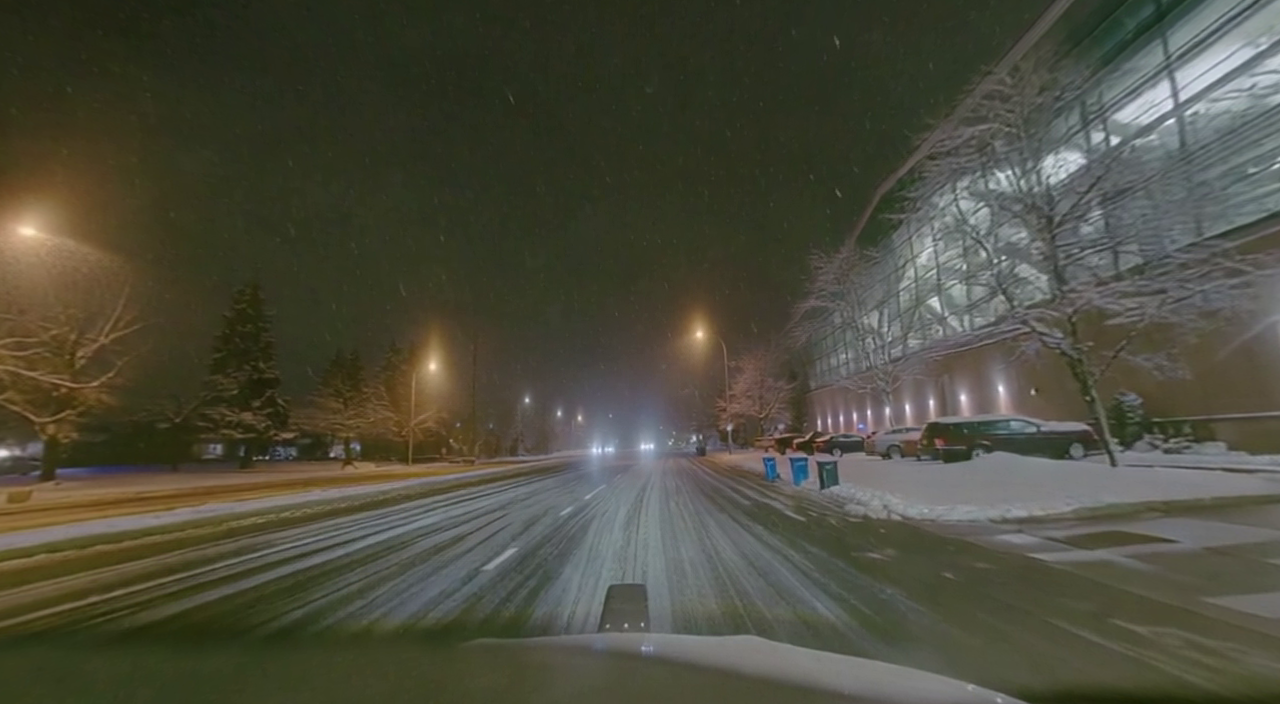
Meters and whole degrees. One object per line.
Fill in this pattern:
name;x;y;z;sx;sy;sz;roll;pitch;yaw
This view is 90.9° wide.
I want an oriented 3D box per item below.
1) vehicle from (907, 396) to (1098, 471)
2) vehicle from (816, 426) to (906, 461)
vehicle;12.537;2.871;22.158;5.136;1.945;2.153;-7;-9;3
vehicle;13.021;5.407;37.320;4.478;1.578;1.944;-6;-9;2
